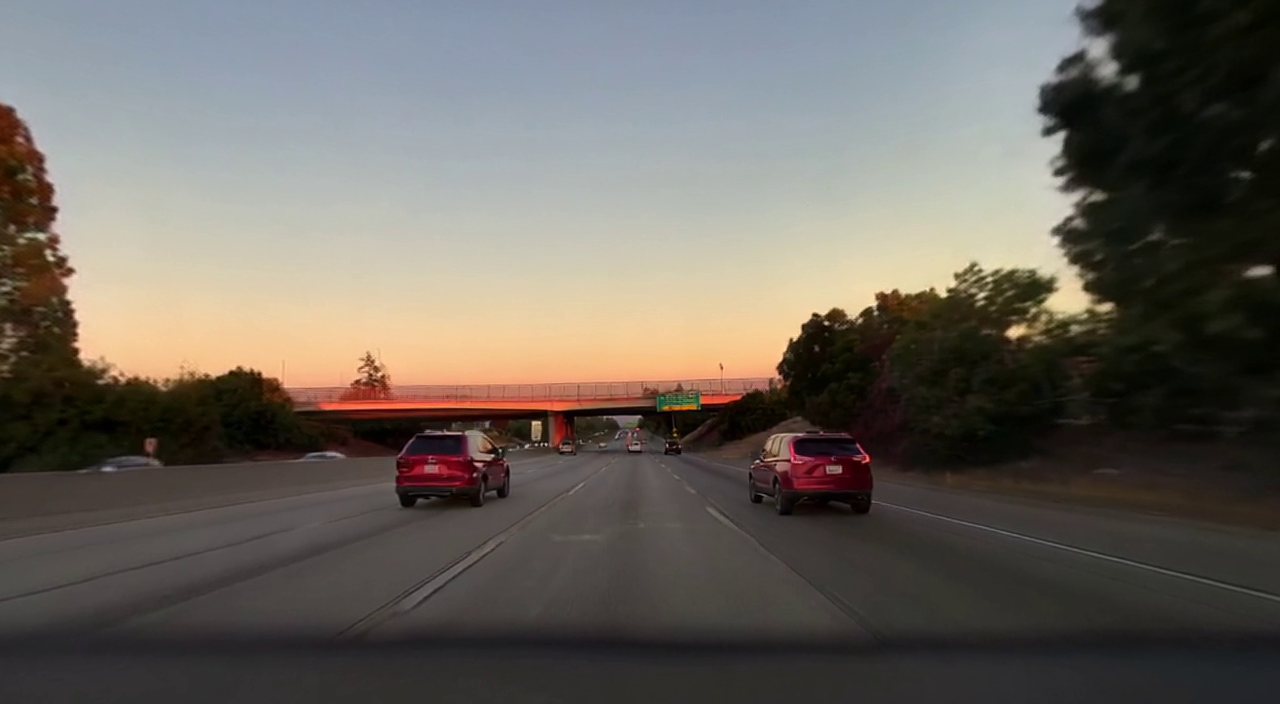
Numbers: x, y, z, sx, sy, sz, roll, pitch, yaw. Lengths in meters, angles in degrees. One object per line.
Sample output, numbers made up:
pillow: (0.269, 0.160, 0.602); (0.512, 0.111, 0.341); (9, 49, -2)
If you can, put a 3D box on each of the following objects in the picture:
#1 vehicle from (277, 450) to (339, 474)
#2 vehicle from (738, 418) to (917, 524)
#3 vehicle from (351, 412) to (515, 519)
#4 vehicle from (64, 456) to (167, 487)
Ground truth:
vehicle: (-22.800, 7.548, 43.598); (1.832, 1.519, 4.577); (0, -9, -1)
vehicle: (3.515, 2.353, 12.961); (2.185, 1.749, 4.477); (0, -9, -1)
vehicle: (-4.170, 2.389, 13.705); (2.018, 1.872, 4.728); (0, -9, -1)
vehicle: (-33.536, 7.619, 40.664); (2.030, 1.784, 5.303); (-1, -9, 0)
